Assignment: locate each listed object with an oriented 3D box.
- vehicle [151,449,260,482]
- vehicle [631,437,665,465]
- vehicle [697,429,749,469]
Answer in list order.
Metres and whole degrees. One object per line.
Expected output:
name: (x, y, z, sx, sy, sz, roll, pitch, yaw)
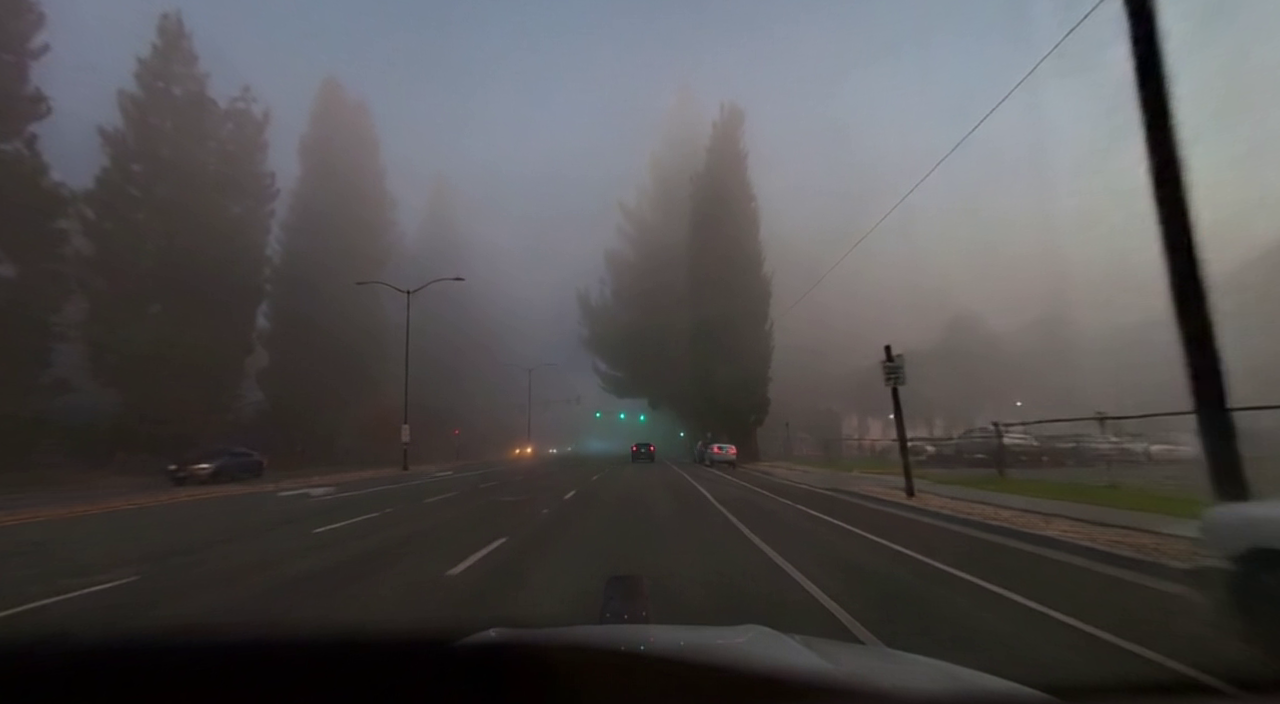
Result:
vehicle: (-21.022, 5.472, 30.740, 2.005, 1.470, 4.520, -1, -8, 2)
vehicle: (0.553, 6.771, 43.277, 2.169, 1.751, 4.276, 0, -8, 1)
vehicle: (4.702, 5.614, 36.685, 2.162, 2.080, 6.515, 0, -8, 0)
